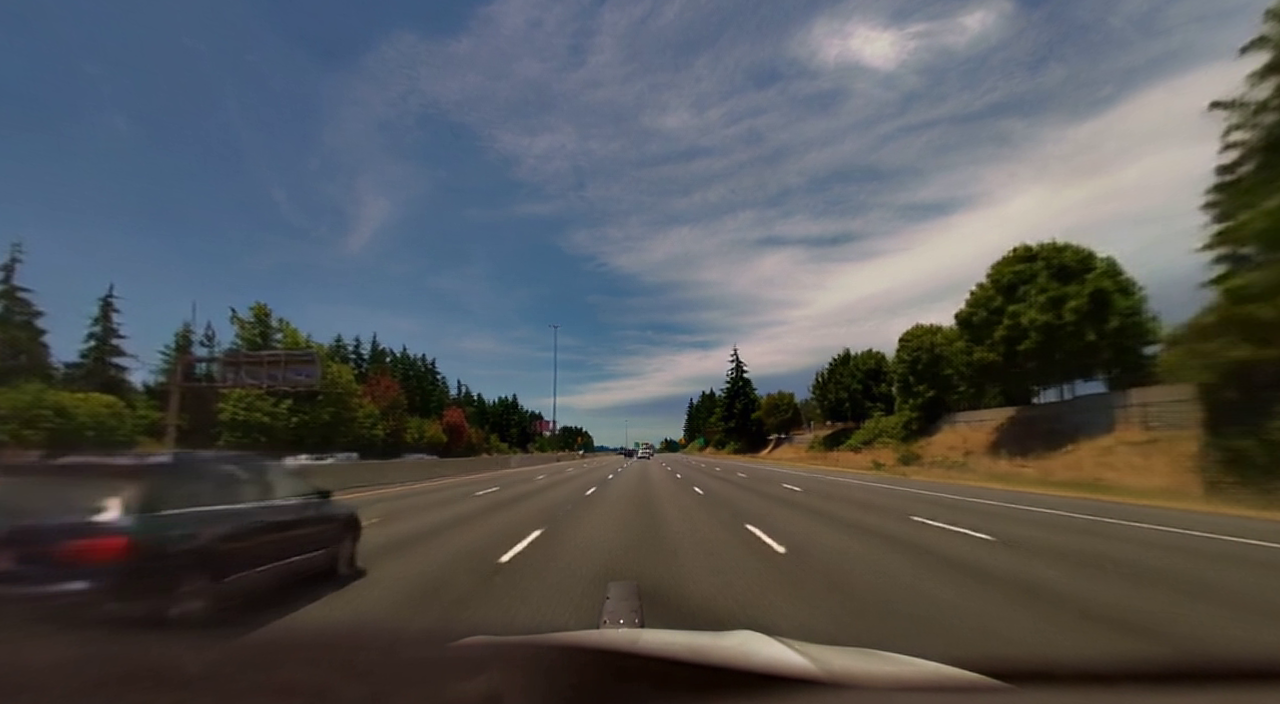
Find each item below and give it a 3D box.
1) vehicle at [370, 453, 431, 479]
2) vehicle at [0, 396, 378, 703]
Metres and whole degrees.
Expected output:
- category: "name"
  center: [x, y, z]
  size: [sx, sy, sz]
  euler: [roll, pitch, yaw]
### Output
- category: "vehicle"
  center: [-16.117, 7.678, 42.729]
  size: [2.213, 1.598, 4.523]
  euler: [-1, -9, 1]
- category: "vehicle"
  center: [-3.642, 1.209, 4.219]
  size: [1.979, 1.521, 4.147]
  euler: [0, -9, 0]
